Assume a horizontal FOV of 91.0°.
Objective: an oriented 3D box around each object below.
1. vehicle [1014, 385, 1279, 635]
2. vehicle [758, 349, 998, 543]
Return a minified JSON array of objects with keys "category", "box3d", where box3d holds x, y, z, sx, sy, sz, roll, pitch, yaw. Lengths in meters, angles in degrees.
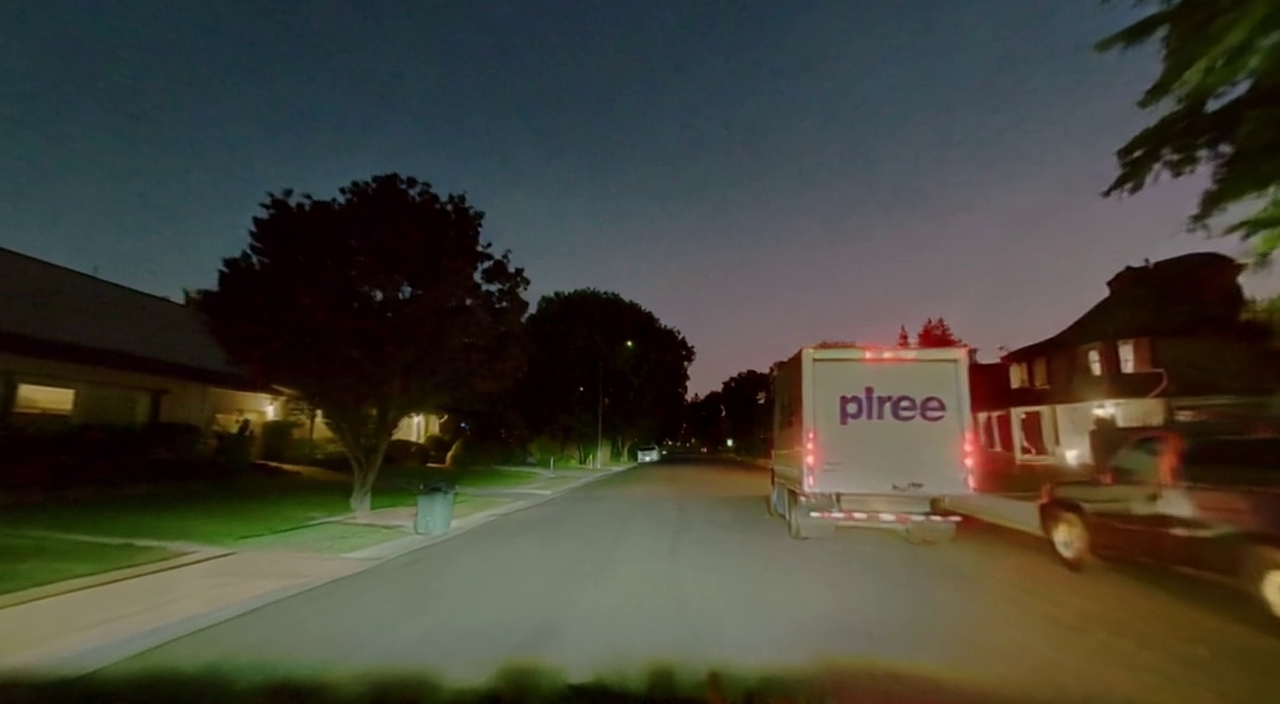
[{"category":"vehicle","box3d":[6.164,1.416,6.166,2.410,1.902,4.277,0,-9,2]},{"category":"vehicle","box3d":[4.425,2.041,13.750,2.924,3.018,7.600,-1,-9,6]}]
